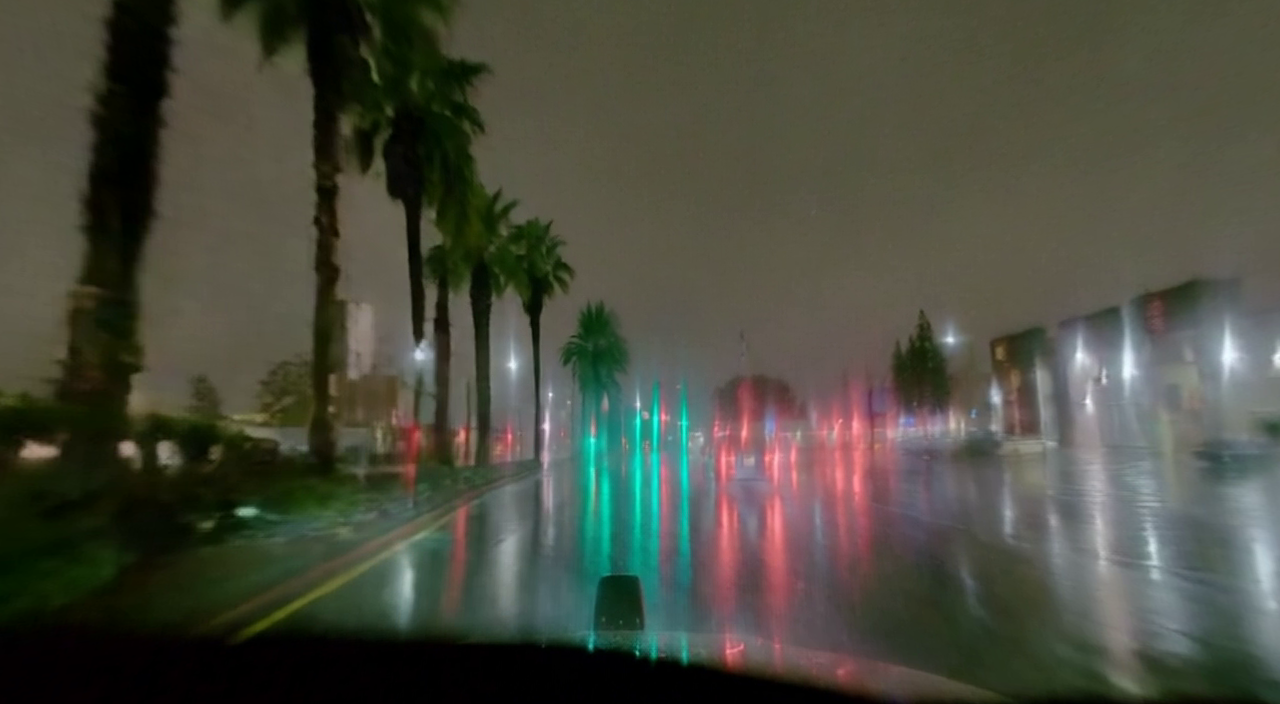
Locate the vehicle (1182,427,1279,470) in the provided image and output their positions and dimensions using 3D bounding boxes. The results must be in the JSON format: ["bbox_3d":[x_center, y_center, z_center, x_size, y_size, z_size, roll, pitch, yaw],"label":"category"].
[{"bbox_3d":[22.185,3.383,22.235,4.472,1.451,1.842,0,-8,-1],"label":"vehicle"}]

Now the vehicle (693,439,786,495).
[{"bbox_3d":[2.819,3.359,18.911,1.964,1.448,4.295,0,-8,-2],"label":"vehicle"}]

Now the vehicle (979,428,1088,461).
[{"bbox_3d":[22.290,5.241,35.909,4.781,1.600,1.986,-3,-8,1],"label":"vehicle"}]
